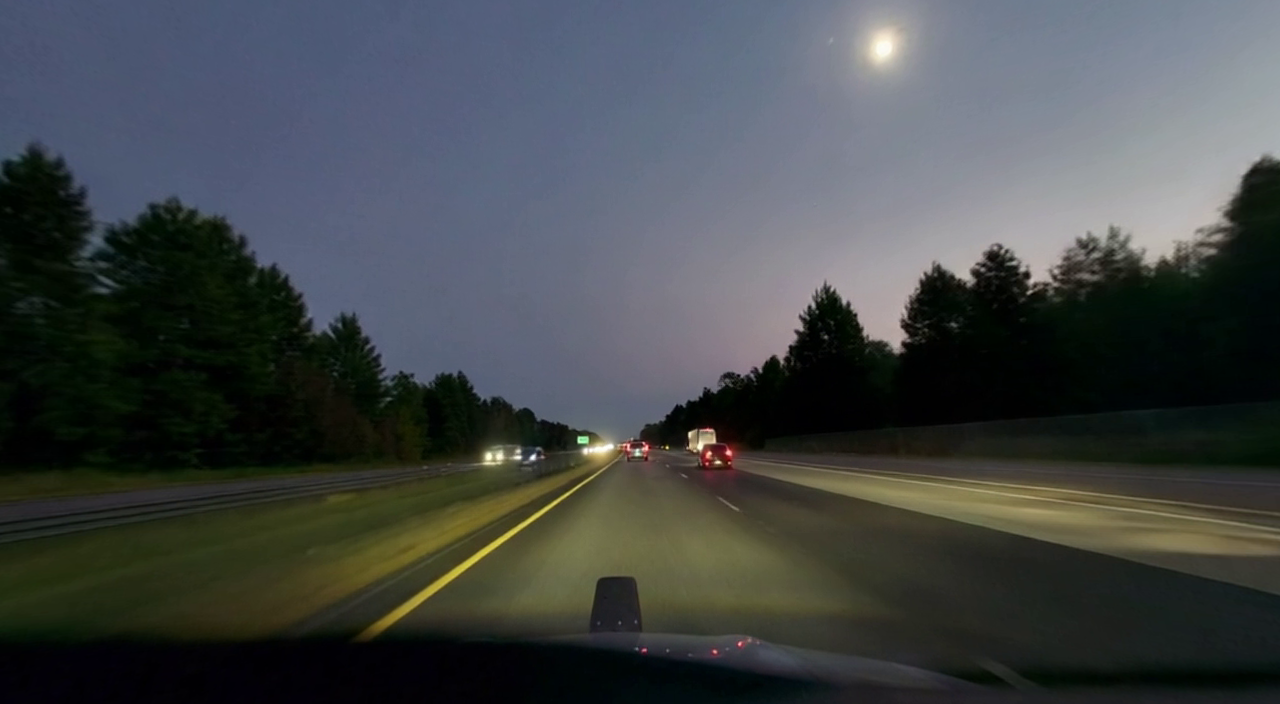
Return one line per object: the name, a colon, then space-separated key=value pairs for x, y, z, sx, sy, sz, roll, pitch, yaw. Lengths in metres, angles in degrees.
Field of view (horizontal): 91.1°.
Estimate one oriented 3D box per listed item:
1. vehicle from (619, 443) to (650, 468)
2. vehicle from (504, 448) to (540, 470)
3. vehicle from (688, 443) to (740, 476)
vehicle: x=-0.383 y=7.381 z=44.948 sx=2.114 sy=1.706 sz=4.106 roll=0 pitch=-9 yaw=-1
vehicle: x=-8.998 y=8.185 z=48.294 sx=1.945 sy=1.578 sz=4.576 roll=0 pitch=-9 yaw=0
vehicle: x=3.681 y=5.466 z=32.045 sx=2.025 sy=1.534 sz=4.179 roll=0 pitch=-9 yaw=-1
